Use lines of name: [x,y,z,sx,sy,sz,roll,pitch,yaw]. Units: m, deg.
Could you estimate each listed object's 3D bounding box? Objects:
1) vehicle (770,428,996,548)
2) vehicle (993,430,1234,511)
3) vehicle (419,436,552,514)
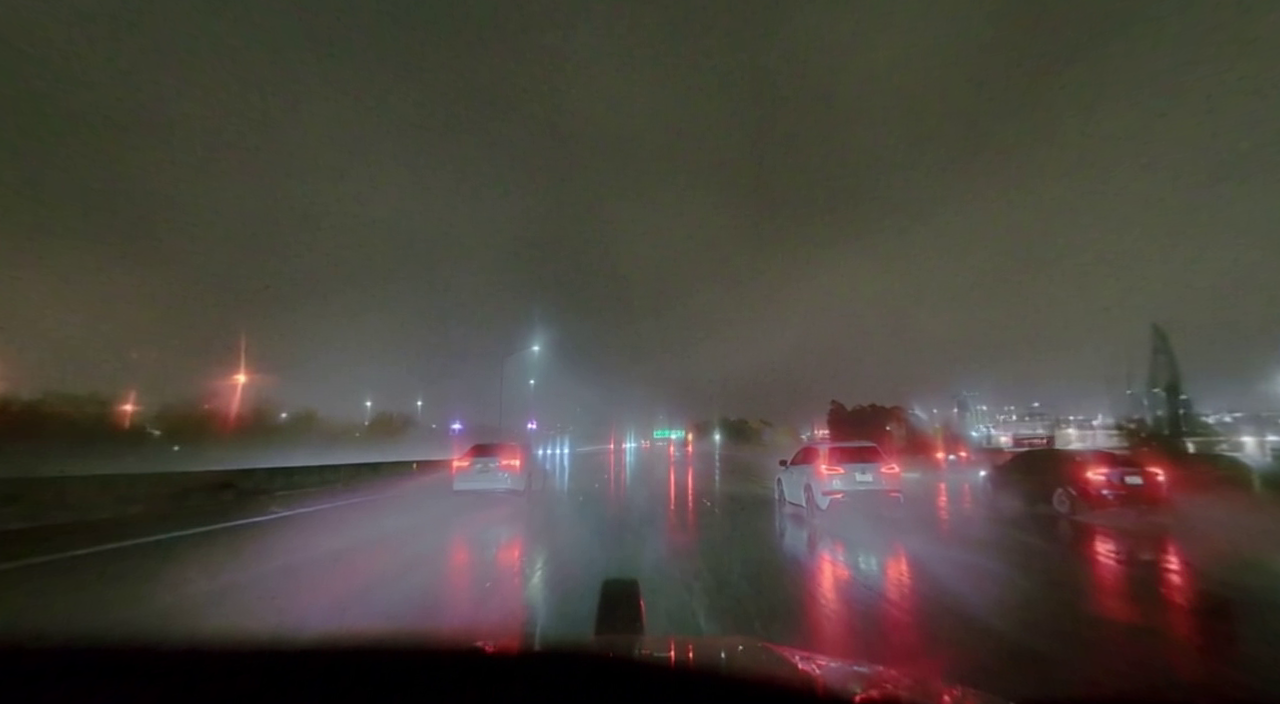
vehicle: [3.543,2.047,10.175,1.961,1.504,4.094,0,-8,-1]
vehicle: [10.323,2.605,14.342,2.019,1.529,4.385,0,-8,-1]
vehicle: [-3.407,2.790,14.829,1.975,1.536,4.295,0,-8,1]
